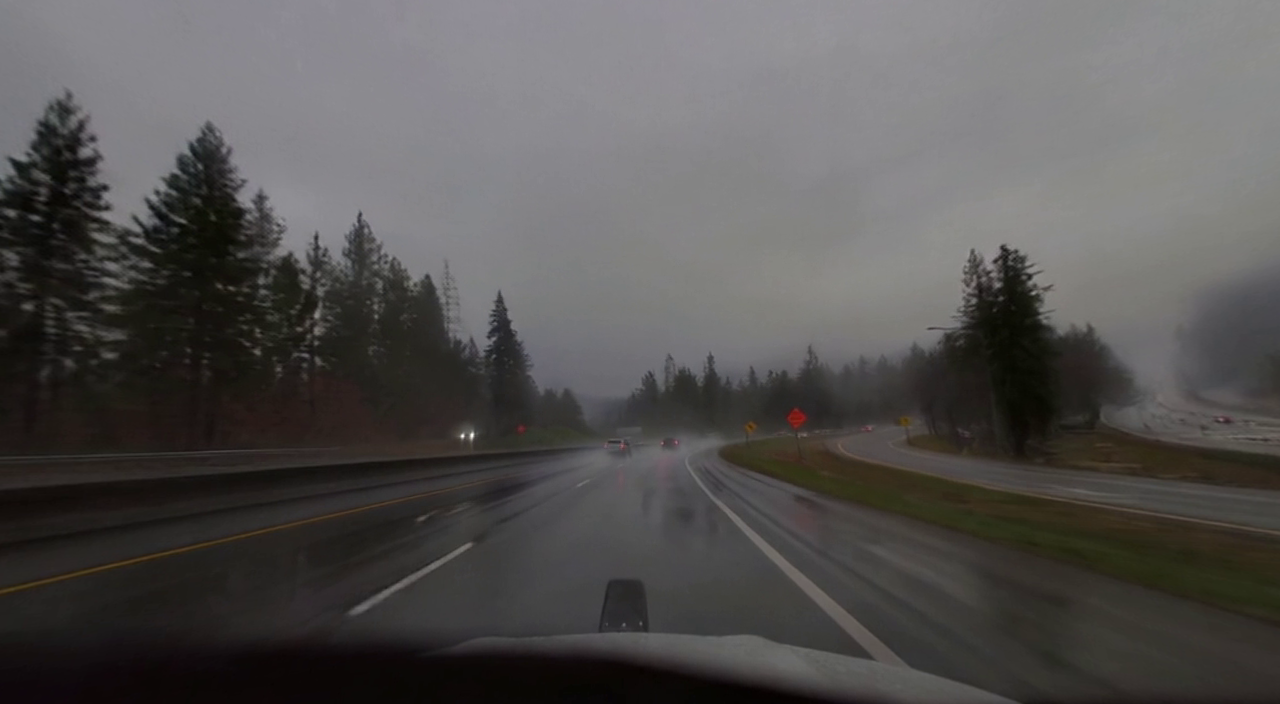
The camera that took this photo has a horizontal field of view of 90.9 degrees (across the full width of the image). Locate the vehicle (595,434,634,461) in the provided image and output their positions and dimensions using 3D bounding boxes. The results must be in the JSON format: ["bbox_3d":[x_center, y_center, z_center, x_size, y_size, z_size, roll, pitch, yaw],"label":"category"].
[{"bbox_3d":[-1.729,6.653,43.868,2.129,1.742,4.217,-1,-8,5],"label":"vehicle"}]
